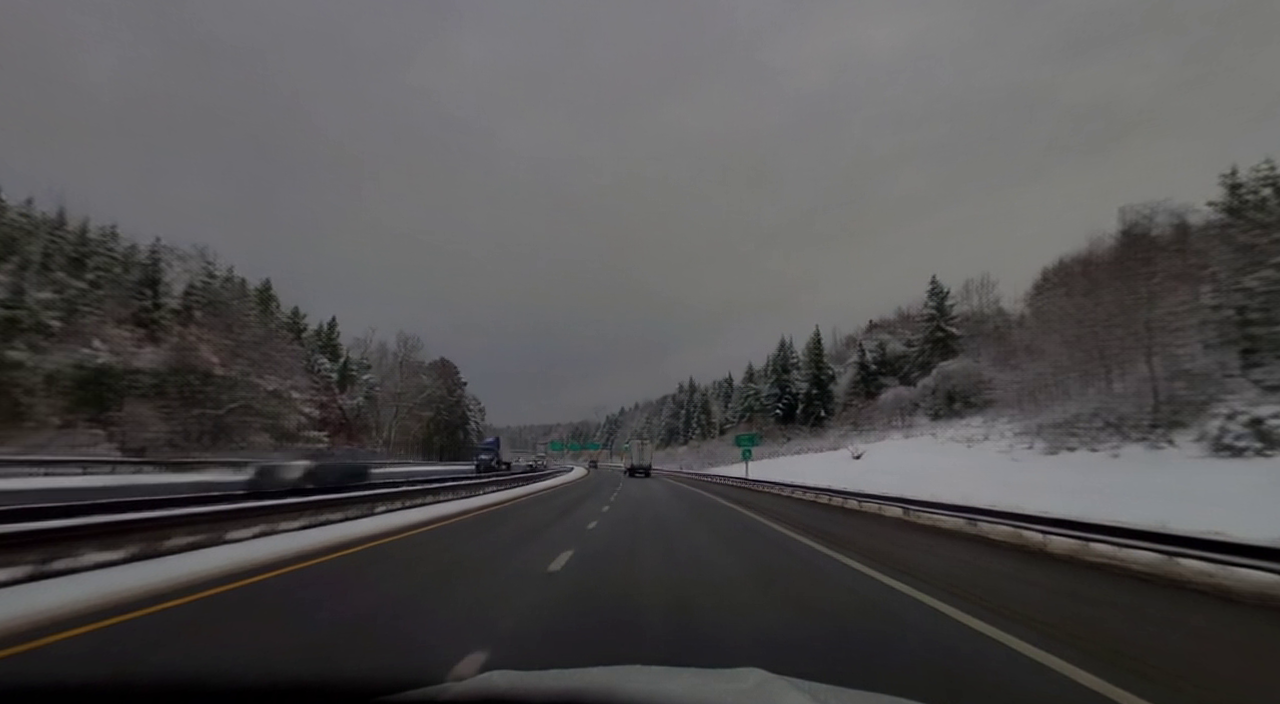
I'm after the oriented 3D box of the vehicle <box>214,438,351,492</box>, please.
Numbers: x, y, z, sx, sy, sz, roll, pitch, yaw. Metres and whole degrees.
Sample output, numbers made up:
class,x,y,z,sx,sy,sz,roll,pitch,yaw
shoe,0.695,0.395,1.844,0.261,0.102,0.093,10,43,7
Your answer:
class,x,y,z,sx,sy,sz,roll,pitch,yaw
vehicle,-12.091,3.913,21.717,2.159,1.622,4.230,1,-11,0
